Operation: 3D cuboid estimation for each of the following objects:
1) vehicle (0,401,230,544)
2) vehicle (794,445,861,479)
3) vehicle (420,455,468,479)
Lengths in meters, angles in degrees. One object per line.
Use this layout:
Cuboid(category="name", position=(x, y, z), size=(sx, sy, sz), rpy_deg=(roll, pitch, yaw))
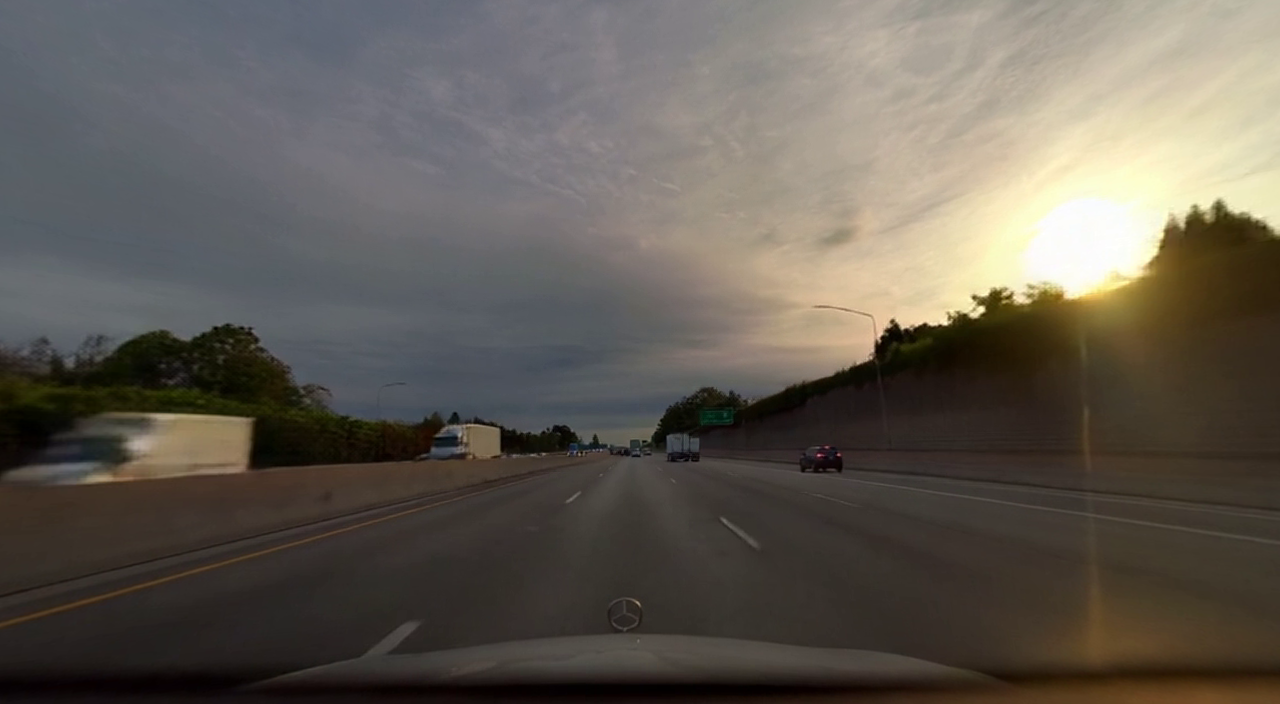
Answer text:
Cuboid(category="vehicle", position=(-13.211, 2.711, 14.707), size=(2.487, 2.645, 6.936), rpy_deg=(0, -9, 0))
Cuboid(category="vehicle", position=(9.646, 5.677, 32.773), size=(1.950, 1.632, 4.845), rpy_deg=(0, -9, -1))
Cuboid(category="vehicle", position=(-13.626, 7.972, 43.834), size=(2.084, 1.517, 3.896), rpy_deg=(0, -9, 0))
